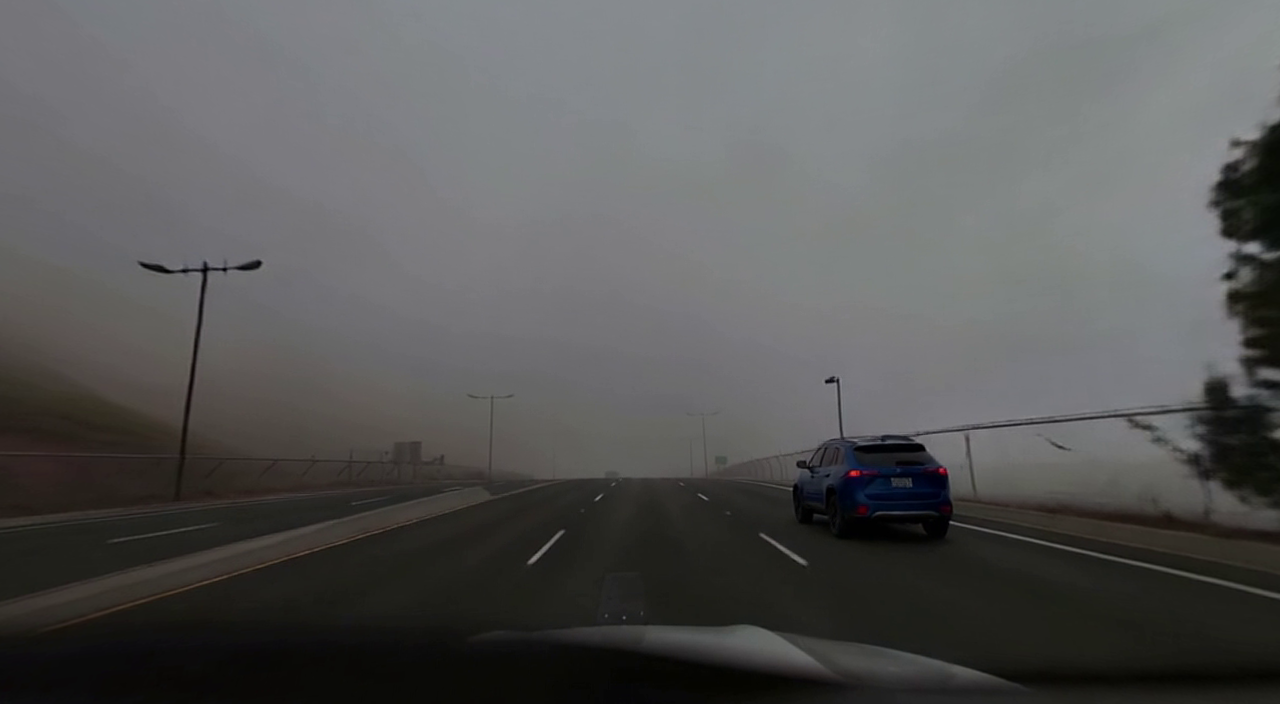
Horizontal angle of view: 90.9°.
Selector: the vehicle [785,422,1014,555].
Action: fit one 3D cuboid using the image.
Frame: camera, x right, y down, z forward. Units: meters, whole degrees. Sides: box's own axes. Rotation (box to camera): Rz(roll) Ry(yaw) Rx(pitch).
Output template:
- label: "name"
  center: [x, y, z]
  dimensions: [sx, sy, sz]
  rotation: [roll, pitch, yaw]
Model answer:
- label: "vehicle"
  center: [3.905, 2.117, 10.487]
  dimensions: [1.989, 1.730, 4.324]
  rotation: [0, -9, 1]
